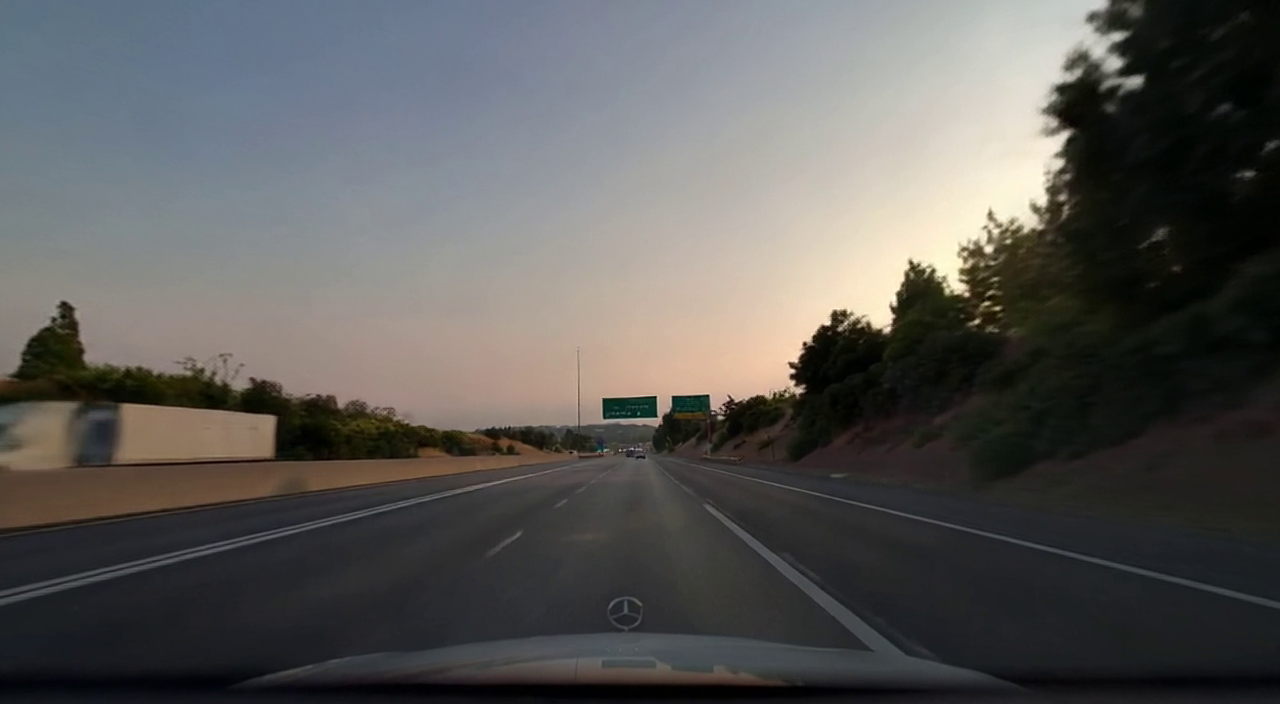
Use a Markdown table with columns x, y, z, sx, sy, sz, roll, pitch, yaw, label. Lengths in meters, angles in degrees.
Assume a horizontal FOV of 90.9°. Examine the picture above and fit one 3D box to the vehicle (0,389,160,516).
| x | y | z | sx | sy | sz | roll | pitch | yaw | label |
| --- | --- | --- | --- | --- | --- | --- | --- | --- | --- |
| -19.560 | 3.309 | 20.652 | 2.894 | 3.573 | 5.913 | -2 | -9 | 0 | vehicle |
